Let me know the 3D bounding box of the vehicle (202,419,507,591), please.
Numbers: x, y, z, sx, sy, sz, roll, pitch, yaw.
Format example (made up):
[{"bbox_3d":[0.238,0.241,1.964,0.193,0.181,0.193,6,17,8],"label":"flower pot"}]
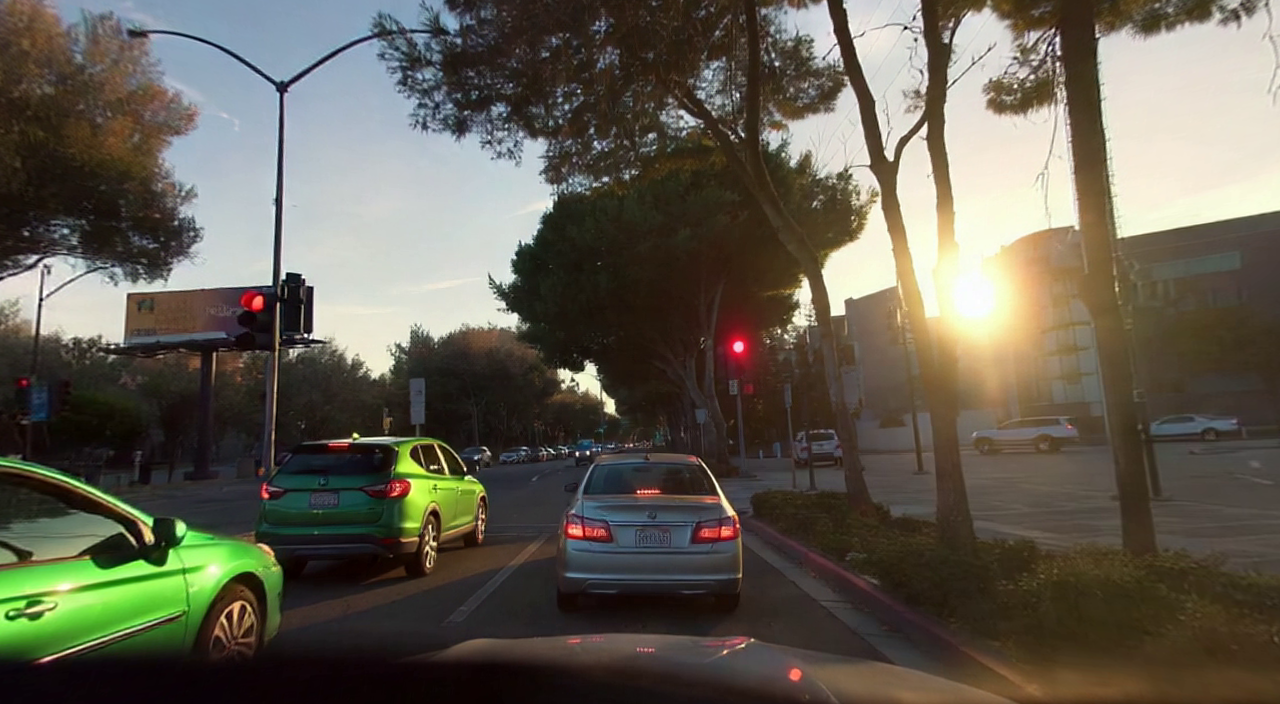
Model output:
[{"bbox_3d":[-3.184,1.790,8.160,1.950,1.628,4.082,-1,-9,1],"label":"vehicle"}]

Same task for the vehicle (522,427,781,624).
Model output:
[{"bbox_3d":[0.022,1.597,6.633,1.977,1.467,3.474,0,-9,-2],"label":"vehicle"}]

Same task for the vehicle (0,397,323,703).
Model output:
[{"bbox_3d":[-3.155,0.964,2.418,1.808,1.520,3.846,-1,-9,1],"label":"vehicle"}]
